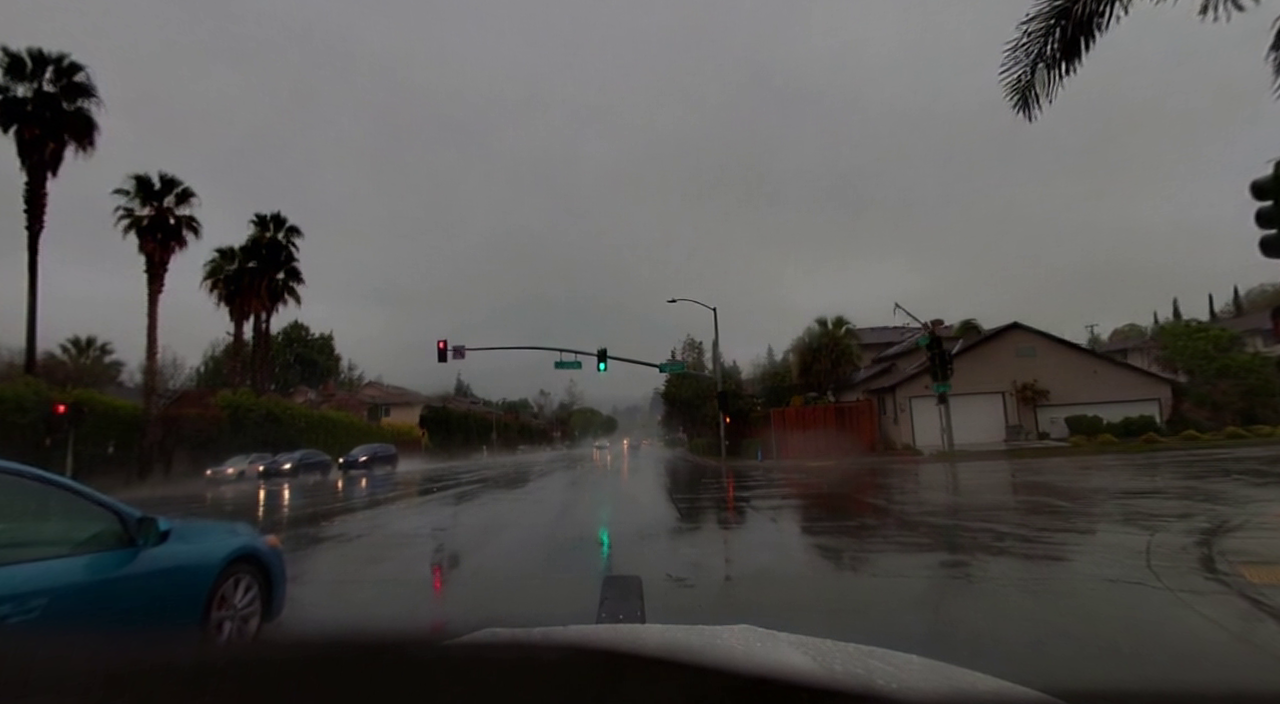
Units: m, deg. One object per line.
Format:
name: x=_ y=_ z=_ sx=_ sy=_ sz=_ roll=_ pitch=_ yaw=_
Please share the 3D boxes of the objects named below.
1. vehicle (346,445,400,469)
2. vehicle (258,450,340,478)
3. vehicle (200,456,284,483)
vehicle: x=-19.874 y=7.832 z=47.193 sx=1.929 sy=1.644 sz=4.763 roll=0 pitch=-9 yaw=0
vehicle: x=-20.040 y=6.568 z=37.442 sx=2.084 sy=1.528 sz=4.778 roll=0 pitch=-9 yaw=1
vehicle: x=-24.123 y=7.123 z=38.544 sx=2.019 sy=1.427 sz=4.630 roll=0 pitch=-9 yaw=2
